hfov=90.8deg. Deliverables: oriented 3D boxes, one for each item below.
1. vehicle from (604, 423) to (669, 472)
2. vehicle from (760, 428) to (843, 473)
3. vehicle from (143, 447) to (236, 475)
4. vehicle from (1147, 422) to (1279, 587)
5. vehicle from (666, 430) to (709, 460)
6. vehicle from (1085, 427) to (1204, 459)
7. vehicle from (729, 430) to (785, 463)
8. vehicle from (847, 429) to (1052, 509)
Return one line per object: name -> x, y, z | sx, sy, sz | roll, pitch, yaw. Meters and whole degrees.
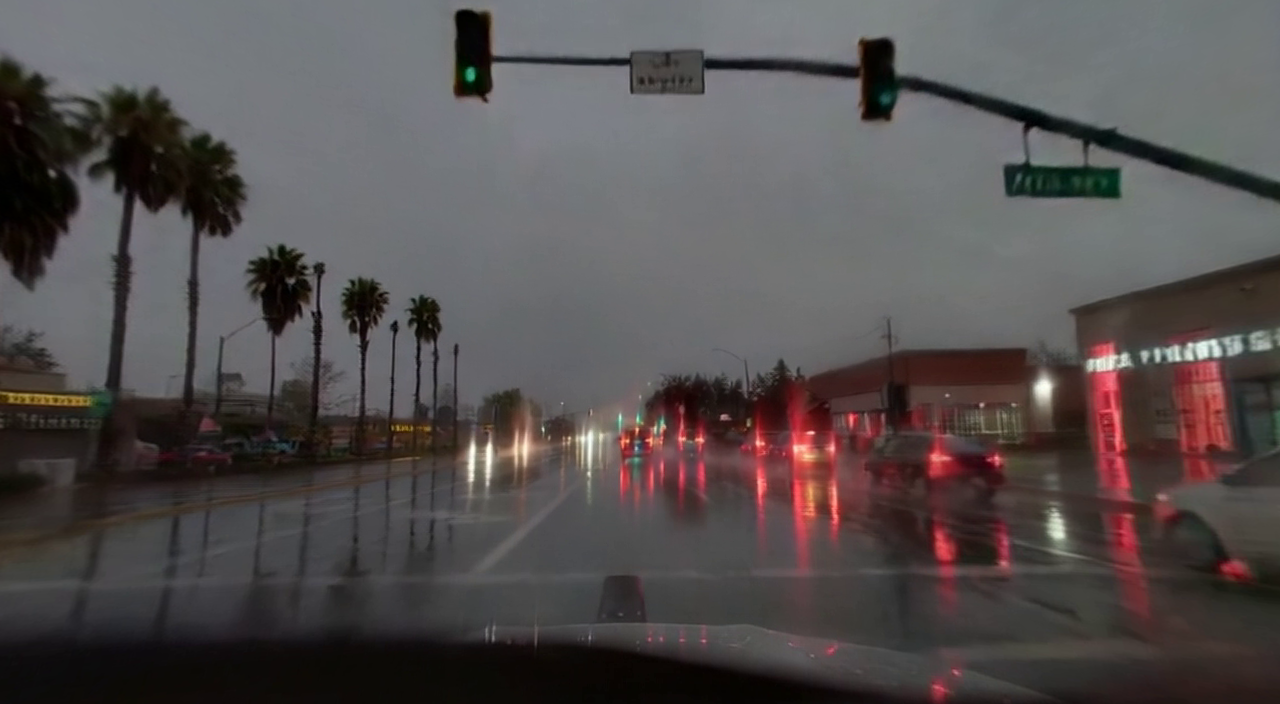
vehicle -> -0.170, 3.977, 26.364 | 2.428, 1.816, 4.959 | 0, -8, -1
vehicle -> 6.526, 4.056, 26.167 | 2.100, 1.675, 4.536 | 0, -8, -2
vehicle -> -27.884, 6.752, 39.238 | 4.139, 1.702, 2.040 | 0, -8, -2
vehicle -> 6.683, 1.241, 4.799 | 1.902, 1.461, 4.428 | 0, -8, -2
vehicle -> 2.913, 5.857, 39.854 | 2.187, 1.777, 4.444 | 0, -8, -2
vehicle -> 28.633, 5.174, 35.957 | 4.839, 1.758, 2.257 | 0, -8, -3
vehicle -> 6.401, 5.258, 35.143 | 2.001, 1.692, 4.800 | 0, -8, -2
vehicle -> 6.603, 2.550, 14.339 | 2.038, 1.476, 5.032 | 0, -8, -1
